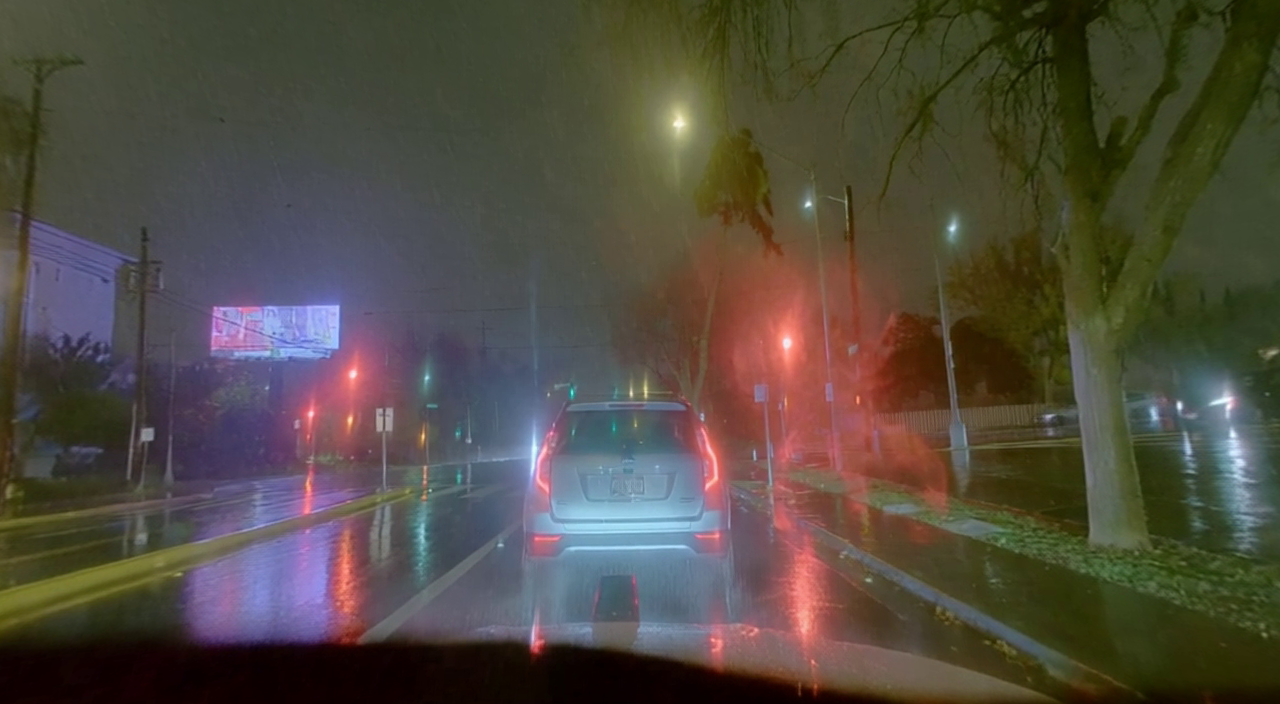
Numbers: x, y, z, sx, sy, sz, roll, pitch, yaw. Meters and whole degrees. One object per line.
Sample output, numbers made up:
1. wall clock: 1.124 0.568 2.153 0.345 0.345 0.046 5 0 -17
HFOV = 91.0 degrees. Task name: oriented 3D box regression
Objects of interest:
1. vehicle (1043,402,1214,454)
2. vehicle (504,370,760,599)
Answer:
1. vehicle: 15.285 2.441 19.924 3.750 1.502 1.781 -2 -8 13
2. vehicle: -0.058 1.384 7.289 2.142 1.904 3.816 -1 -8 0
